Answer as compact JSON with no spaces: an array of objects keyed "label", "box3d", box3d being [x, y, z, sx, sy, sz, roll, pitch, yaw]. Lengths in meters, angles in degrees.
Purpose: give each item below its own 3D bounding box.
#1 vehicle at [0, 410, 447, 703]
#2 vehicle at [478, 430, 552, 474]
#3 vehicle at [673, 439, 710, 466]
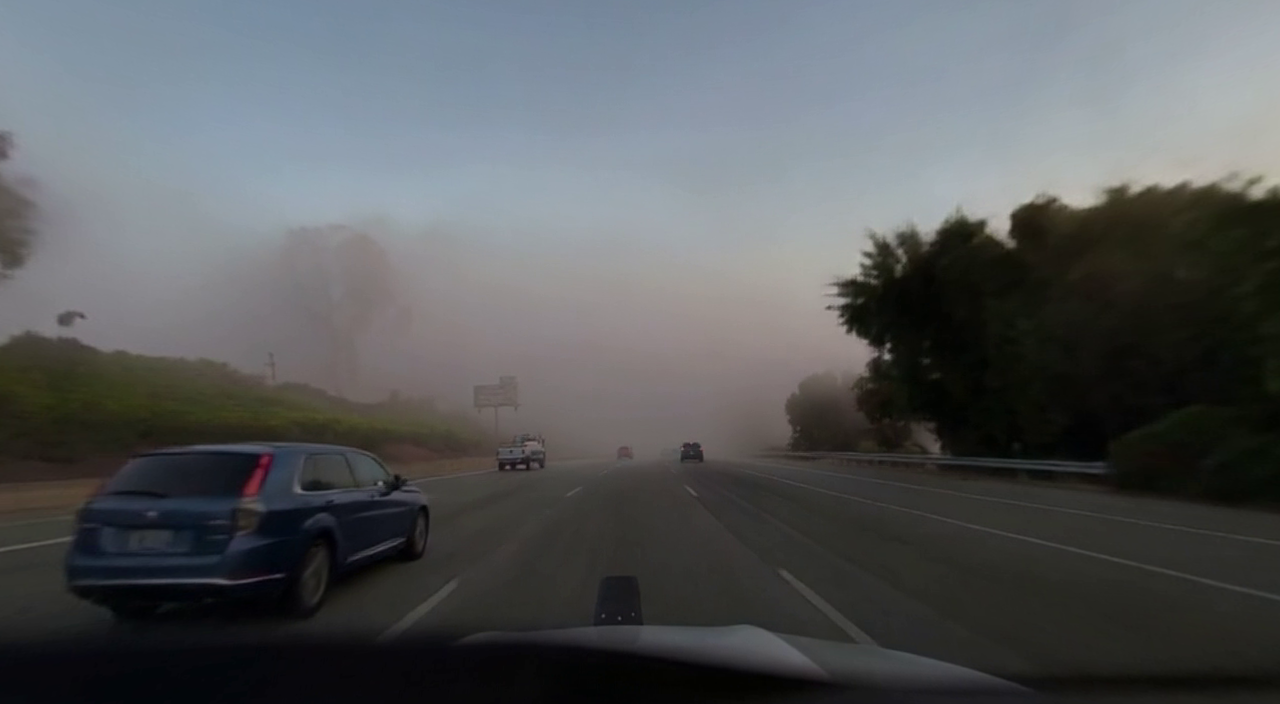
[{"label":"vehicle","box3d":[-3.215,1.297,4.615,2.192,1.482,4.454,0,-8,0]},{"label":"vehicle","box3d":[-6.300,5.153,32.721,2.383,2.048,5.875,-1,-9,3]},{"label":"vehicle","box3d":[3.617,7.240,45.497,2.211,1.814,4.404,0,-9,-1]}]
